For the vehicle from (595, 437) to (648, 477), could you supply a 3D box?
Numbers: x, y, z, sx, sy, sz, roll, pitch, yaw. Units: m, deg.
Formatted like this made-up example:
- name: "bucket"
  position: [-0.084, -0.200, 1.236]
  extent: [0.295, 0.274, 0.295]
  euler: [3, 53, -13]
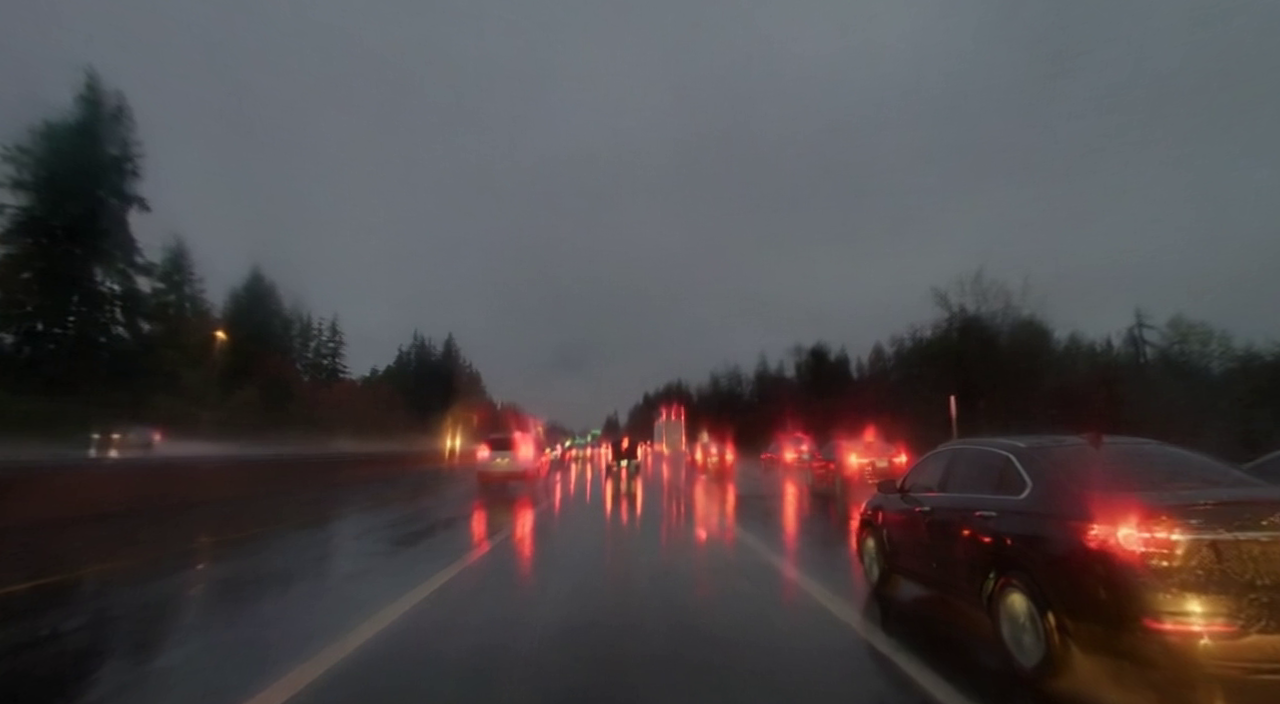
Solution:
- name: "vehicle"
  position: [-0.834, 4.767, 28.743]
  extent: [2.235, 1.682, 4.094]
  euler: [0, -9, -1]

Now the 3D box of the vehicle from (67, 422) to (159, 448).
- name: "vehicle"
  position: [-32.554, 5.202, 39.071]
  extent: [1.831, 1.496, 4.541]
  euler: [0, -9, -1]

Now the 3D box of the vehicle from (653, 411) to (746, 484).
- name: "vehicle"
  position: [2.830, 5.212, 34.729]
  extent: [3.426, 3.279, 12.313]
  euler: [0, -8, -2]

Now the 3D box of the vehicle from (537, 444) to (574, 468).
- name: "vehicle"
  position: [-5.315, 6.586, 40.038]
  extent: [1.907, 1.484, 3.954]
  euler: [0, -9, -1]

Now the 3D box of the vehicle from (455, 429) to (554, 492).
- name: "vehicle"
  position: [-4.245, 3.501, 20.633]
  extent: [2.176, 1.783, 4.799]
  euler: [0, -9, -1]

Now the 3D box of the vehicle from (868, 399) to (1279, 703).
- name: "vehicle"
  position: [3.051, 1.115, 3.340]
  extent: [2.031, 1.504, 4.327]
  euler: [0, -9, 0]
